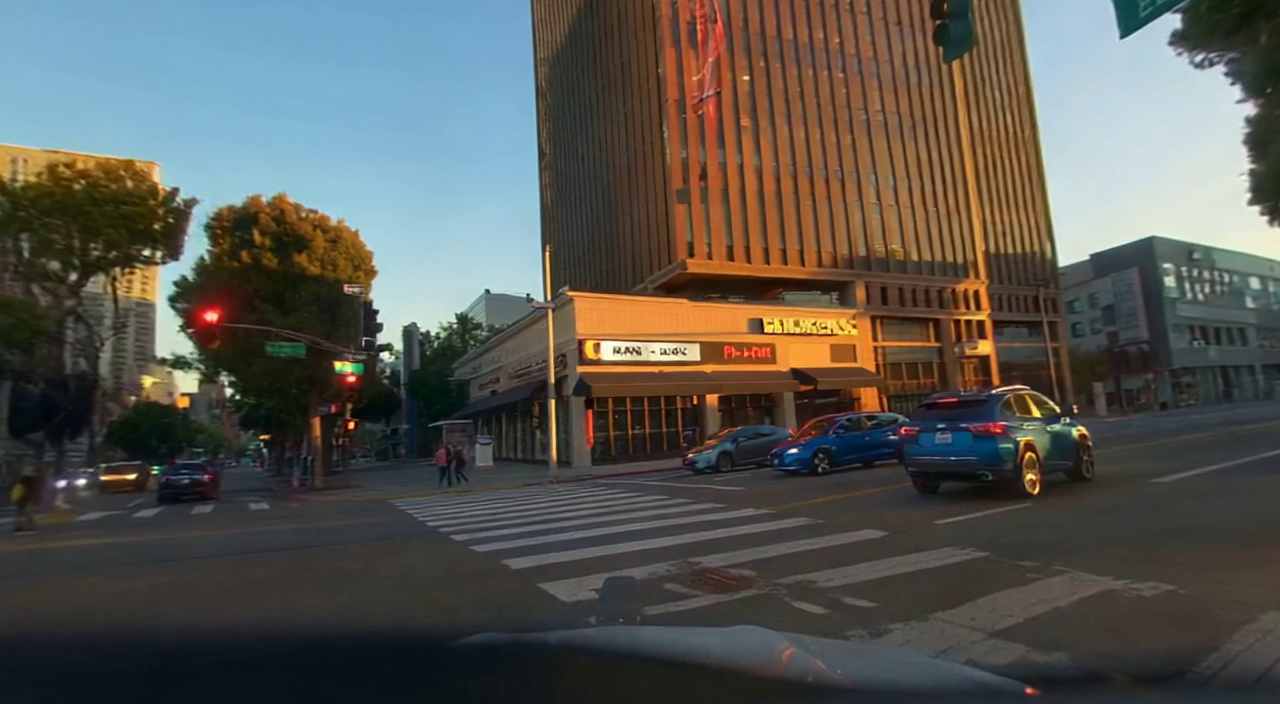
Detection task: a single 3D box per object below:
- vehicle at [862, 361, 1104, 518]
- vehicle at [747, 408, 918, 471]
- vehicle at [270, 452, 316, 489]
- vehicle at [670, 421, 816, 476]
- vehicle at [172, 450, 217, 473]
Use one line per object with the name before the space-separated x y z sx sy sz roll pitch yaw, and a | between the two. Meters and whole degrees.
vehicle | 5.083 1.263 9.097 2.023 1.702 4.152 -8 -11 41
vehicle | 5.273 2.374 17.196 4.504 1.507 1.857 5 -10 -31
vehicle | -17.571 5.942 31.884 1.920 1.605 4.091 0 -9 -30
vehicle | 3.163 2.923 19.275 4.021 1.508 1.989 5 -10 -31
vehicle | -31.331 7.673 44.558 2.097 1.508 4.202 4 -10 -29
